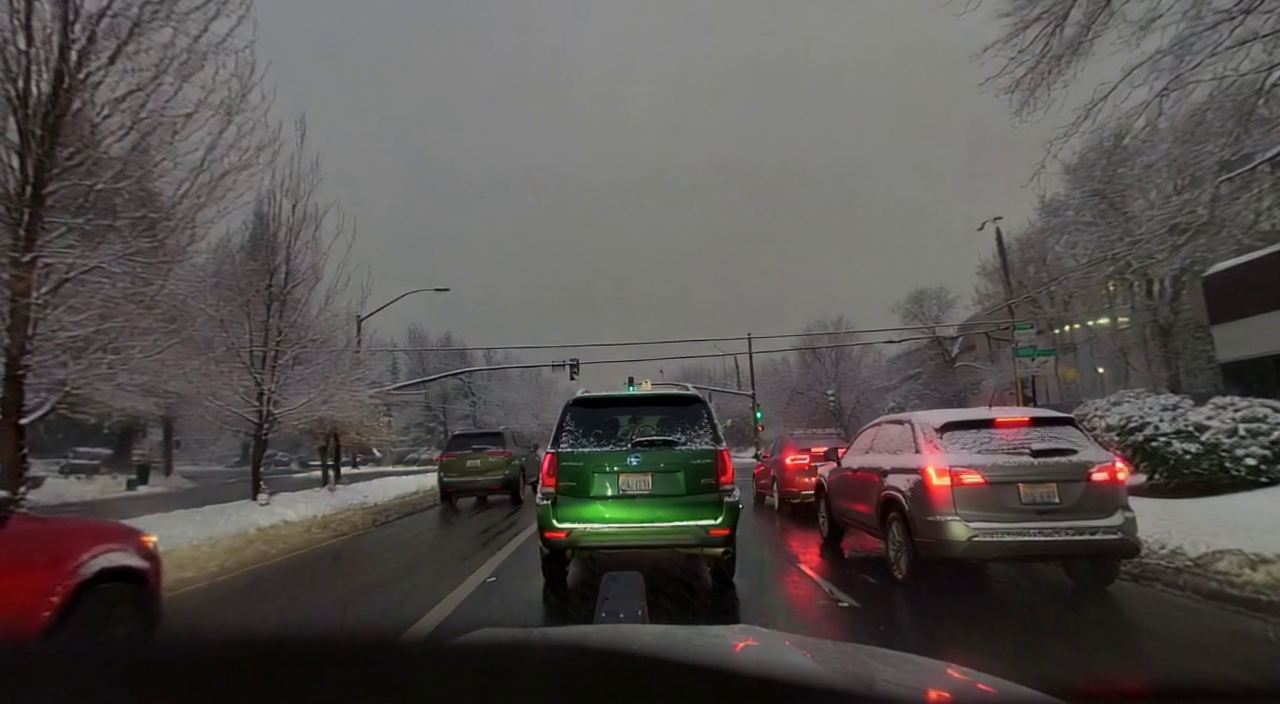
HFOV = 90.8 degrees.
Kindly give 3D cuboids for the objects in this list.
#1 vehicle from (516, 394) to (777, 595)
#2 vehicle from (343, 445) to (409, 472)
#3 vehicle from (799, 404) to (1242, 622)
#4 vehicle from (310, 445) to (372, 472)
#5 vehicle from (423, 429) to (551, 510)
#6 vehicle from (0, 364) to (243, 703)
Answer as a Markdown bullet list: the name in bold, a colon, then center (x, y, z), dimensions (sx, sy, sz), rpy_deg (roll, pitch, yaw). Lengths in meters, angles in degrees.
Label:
- **vehicle**: center (0.028, 1.547, 7.595), dimensions (2.294, 1.761, 3.857), rpy_deg (0, -9, -1)
- **vehicle**: center (-18.073, 7.296, 43.563), dimensions (2.211, 1.694, 5.157), rpy_deg (0, -9, 1)
- **vehicle**: center (3.470, 1.554, 7.058), dimensions (2.202, 1.657, 4.298), rpy_deg (0, -9, -1)
- **vehicle**: center (-22.151, 7.895, 47.087), dimensions (1.993, 1.844, 5.316), rpy_deg (0, -9, 0)
- **vehicle**: center (-3.424, 2.716, 14.992), dimensions (1.961, 1.639, 4.064), rpy_deg (0, -9, 1)
- **vehicle**: center (-3.408, 0.720, 1.451), dimensions (2.065, 1.603, 4.459), rpy_deg (0, -9, 0)
